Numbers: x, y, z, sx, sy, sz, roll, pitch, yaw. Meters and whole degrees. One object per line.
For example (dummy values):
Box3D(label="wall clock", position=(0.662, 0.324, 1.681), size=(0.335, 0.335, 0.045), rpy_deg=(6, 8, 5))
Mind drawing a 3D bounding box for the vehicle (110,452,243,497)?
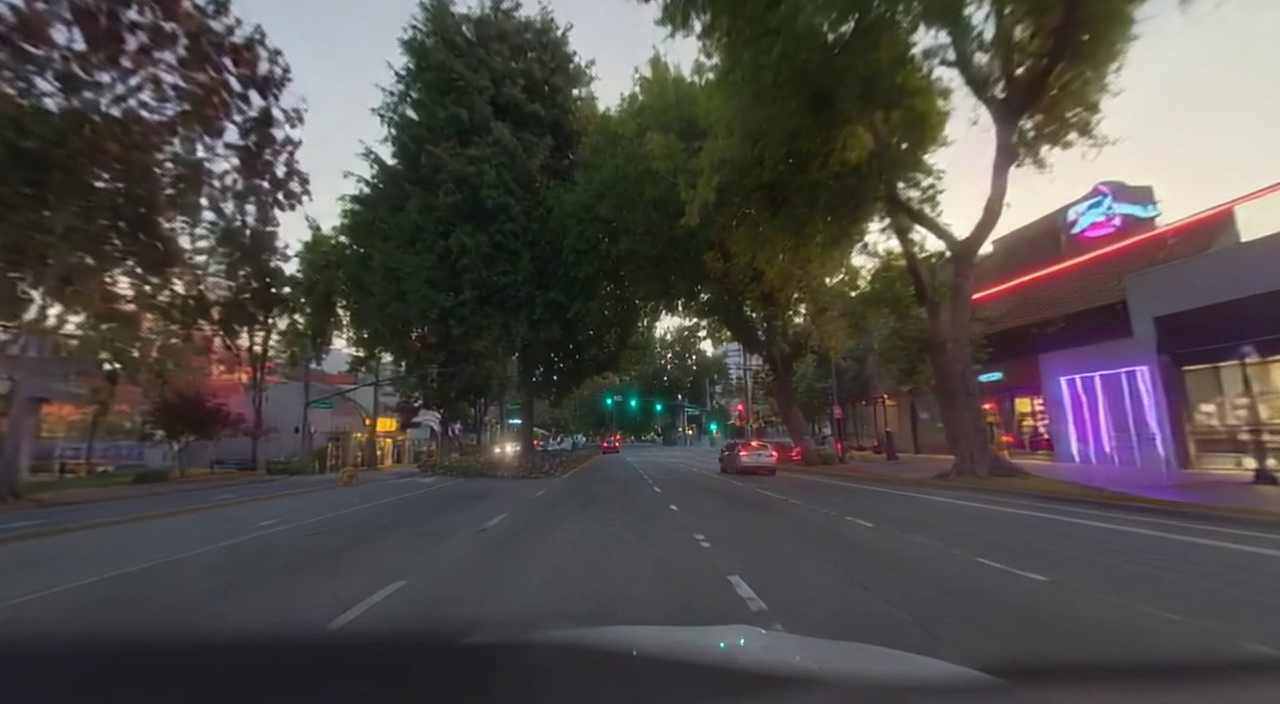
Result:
Box3D(label="vehicle", position=(-17.670, 4.647, 24.397), size=(1.931, 1.480, 4.396), rpy_deg=(0, -8, -3))

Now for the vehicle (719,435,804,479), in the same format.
Box3D(label="vehicle", position=(4.462, 3.916, 23.926), size=(2.024, 1.475, 4.600), rpy_deg=(0, -8, -4))
